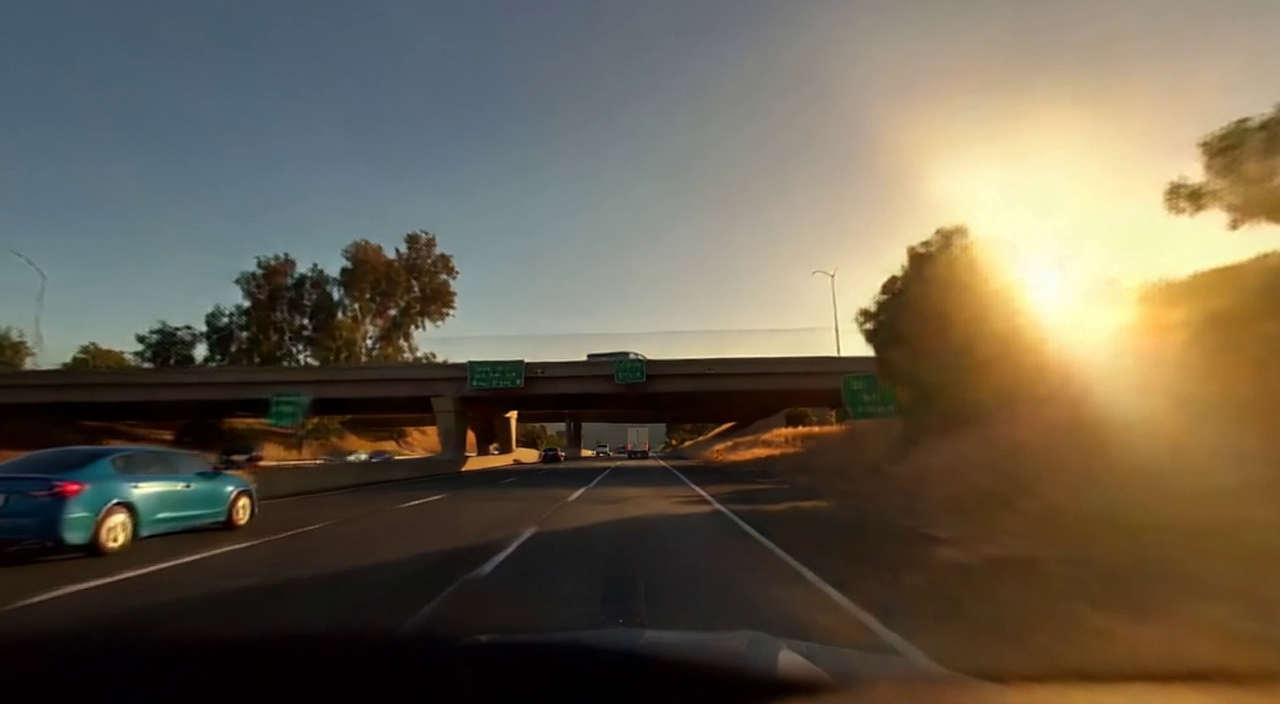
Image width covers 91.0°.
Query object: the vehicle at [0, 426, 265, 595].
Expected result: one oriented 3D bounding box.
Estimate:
[{"bbox_3d":[-6.933,1.711,7.489,2.096,1.541,4.610,0,-8,0],"label":"vehicle"}]
